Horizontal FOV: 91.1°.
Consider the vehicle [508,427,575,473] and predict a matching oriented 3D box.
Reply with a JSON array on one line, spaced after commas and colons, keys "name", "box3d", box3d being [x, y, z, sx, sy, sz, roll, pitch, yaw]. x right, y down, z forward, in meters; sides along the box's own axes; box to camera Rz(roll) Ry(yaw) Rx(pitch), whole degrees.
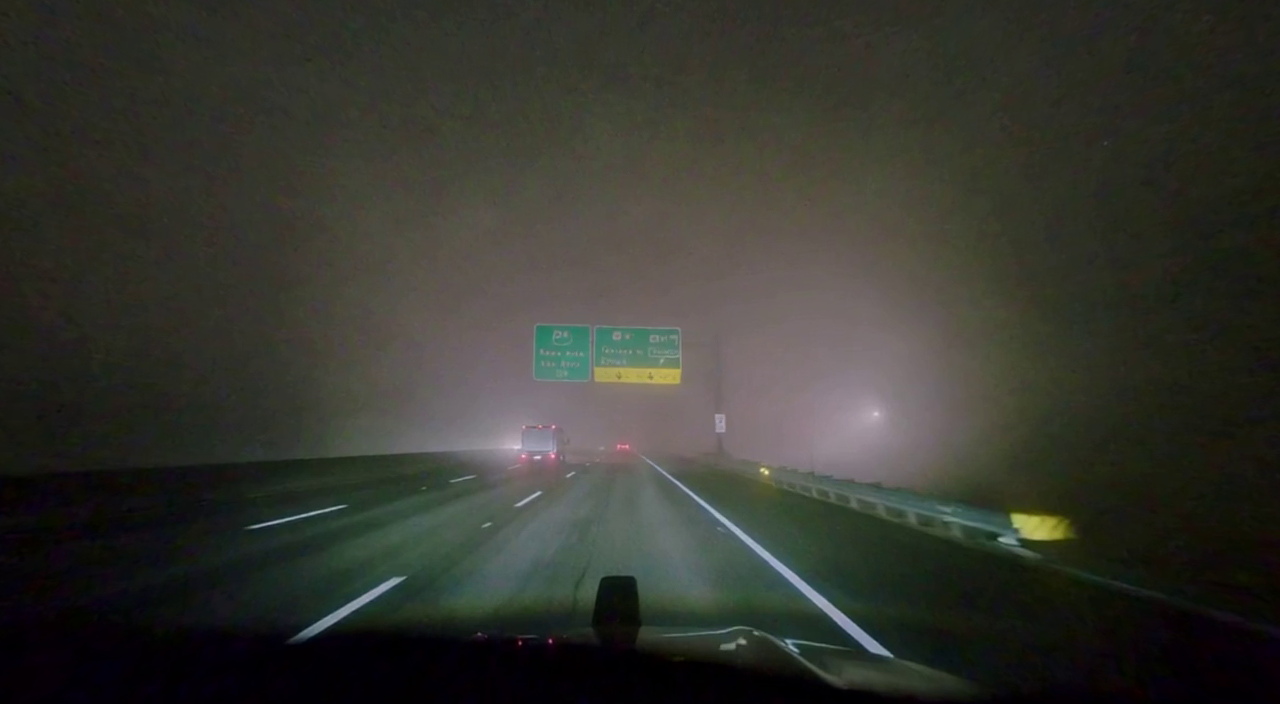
[{"name": "vehicle", "box3d": [-4.496, 4.566, 29.671, 2.281, 1.957, 5.713, 0, -8, 0]}]
